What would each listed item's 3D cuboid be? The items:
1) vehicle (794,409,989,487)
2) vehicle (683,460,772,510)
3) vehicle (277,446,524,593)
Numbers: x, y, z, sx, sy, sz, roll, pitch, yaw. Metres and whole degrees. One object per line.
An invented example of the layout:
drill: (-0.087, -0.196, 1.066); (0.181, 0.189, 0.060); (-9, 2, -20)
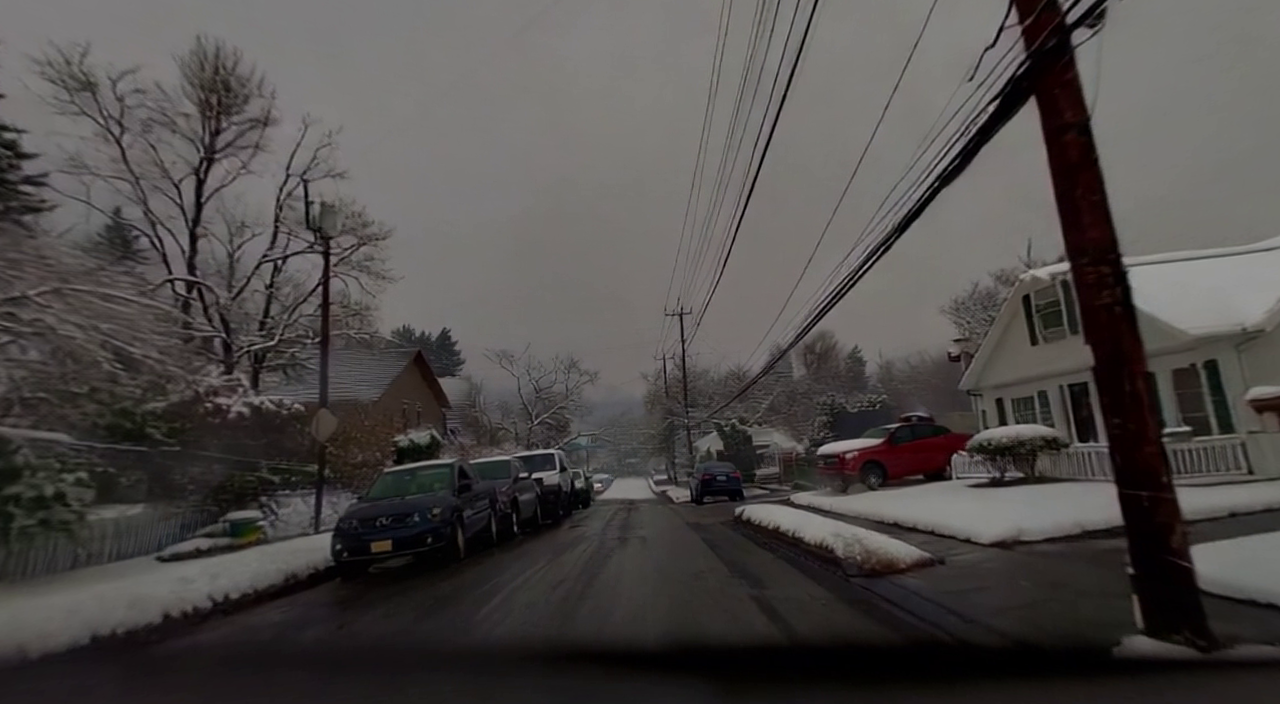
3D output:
vehicle: (6.428, 2.501, 16.547); (4.249, 1.905, 1.904); (0, -9, -1)
vehicle: (3.147, 4.901, 23.625); (3.005, 1.535, 4.025); (-1, -8, 4)
vehicle: (-3.088, 2.216, 9.429); (2.081, 1.589, 4.691); (1, -9, -3)
